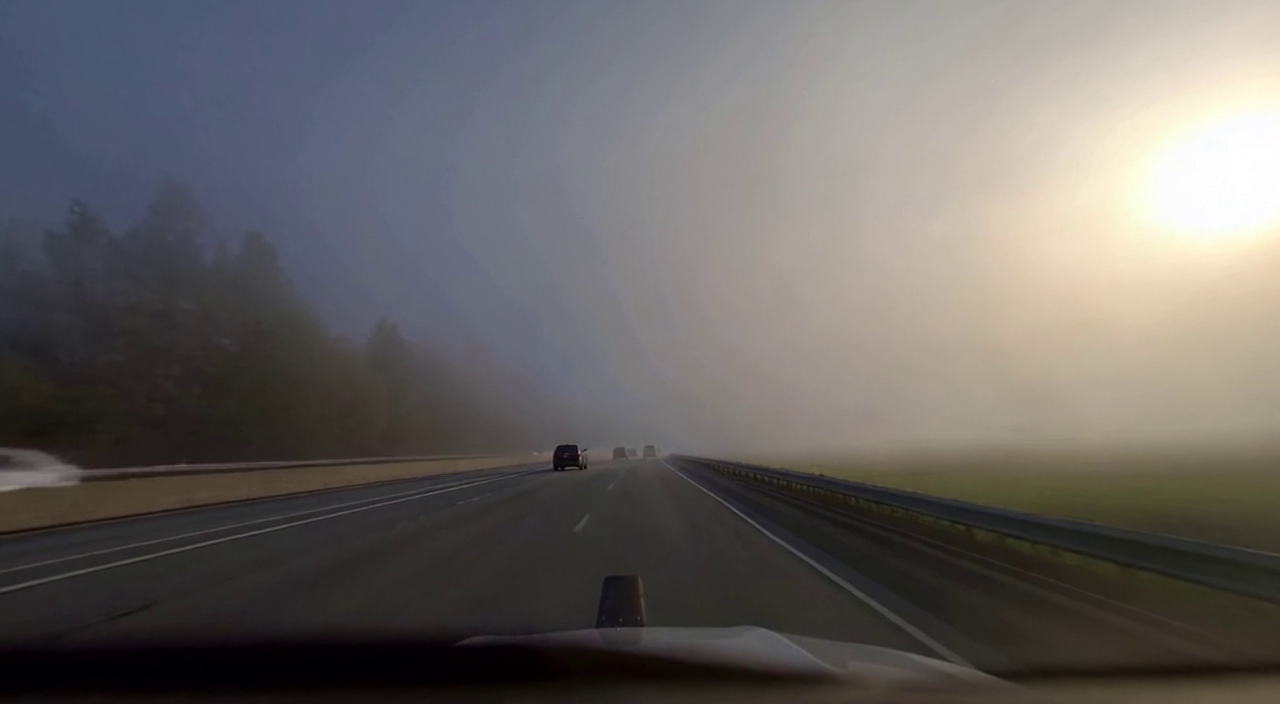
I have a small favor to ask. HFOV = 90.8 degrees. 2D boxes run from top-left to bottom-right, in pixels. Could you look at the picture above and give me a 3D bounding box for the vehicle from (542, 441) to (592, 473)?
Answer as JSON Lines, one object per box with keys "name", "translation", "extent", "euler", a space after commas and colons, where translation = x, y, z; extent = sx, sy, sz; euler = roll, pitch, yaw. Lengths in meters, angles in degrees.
{"name": "vehicle", "translation": [-4.044, 5.971, 35.962], "extent": [2.188, 1.692, 4.623], "euler": [0, -9, 1]}
